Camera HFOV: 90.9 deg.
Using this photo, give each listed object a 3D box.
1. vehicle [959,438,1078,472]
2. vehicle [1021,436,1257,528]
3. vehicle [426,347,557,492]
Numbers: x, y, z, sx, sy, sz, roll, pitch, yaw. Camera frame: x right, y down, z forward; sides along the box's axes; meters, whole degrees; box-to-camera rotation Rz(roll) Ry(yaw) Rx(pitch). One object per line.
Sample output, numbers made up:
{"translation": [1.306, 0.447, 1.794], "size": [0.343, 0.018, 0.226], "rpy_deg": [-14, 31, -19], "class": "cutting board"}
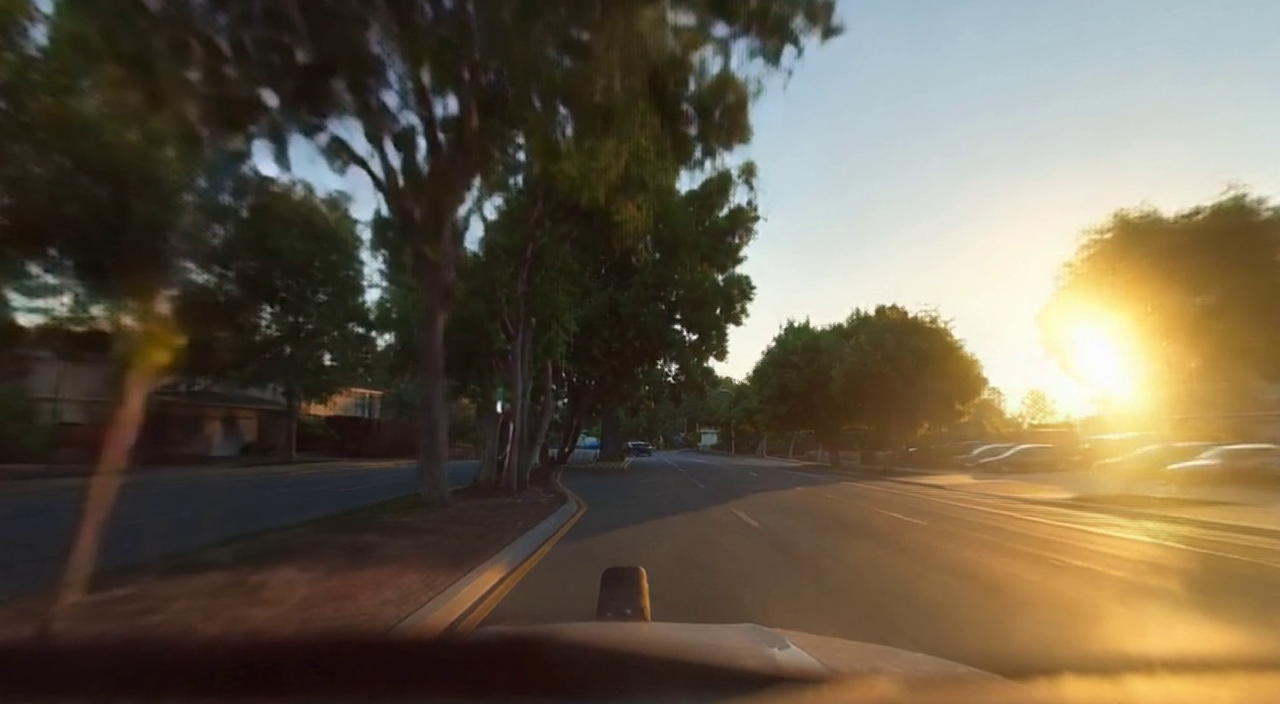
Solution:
{"translation": [21.546, 5.885, 36.008], "size": [5.374, 1.825, 2.157], "rpy_deg": [0, -8, 0], "class": "vehicle"}
{"translation": [11.214, 2.899, 14.704], "size": [1.976, 1.780, 4.352], "rpy_deg": [0, -8, 2], "class": "vehicle"}
{"translation": [-4.079, 1.987, 18.208], "size": [3.008, 3.786, 3.422], "rpy_deg": [0, -8, -3], "class": "vehicle"}
